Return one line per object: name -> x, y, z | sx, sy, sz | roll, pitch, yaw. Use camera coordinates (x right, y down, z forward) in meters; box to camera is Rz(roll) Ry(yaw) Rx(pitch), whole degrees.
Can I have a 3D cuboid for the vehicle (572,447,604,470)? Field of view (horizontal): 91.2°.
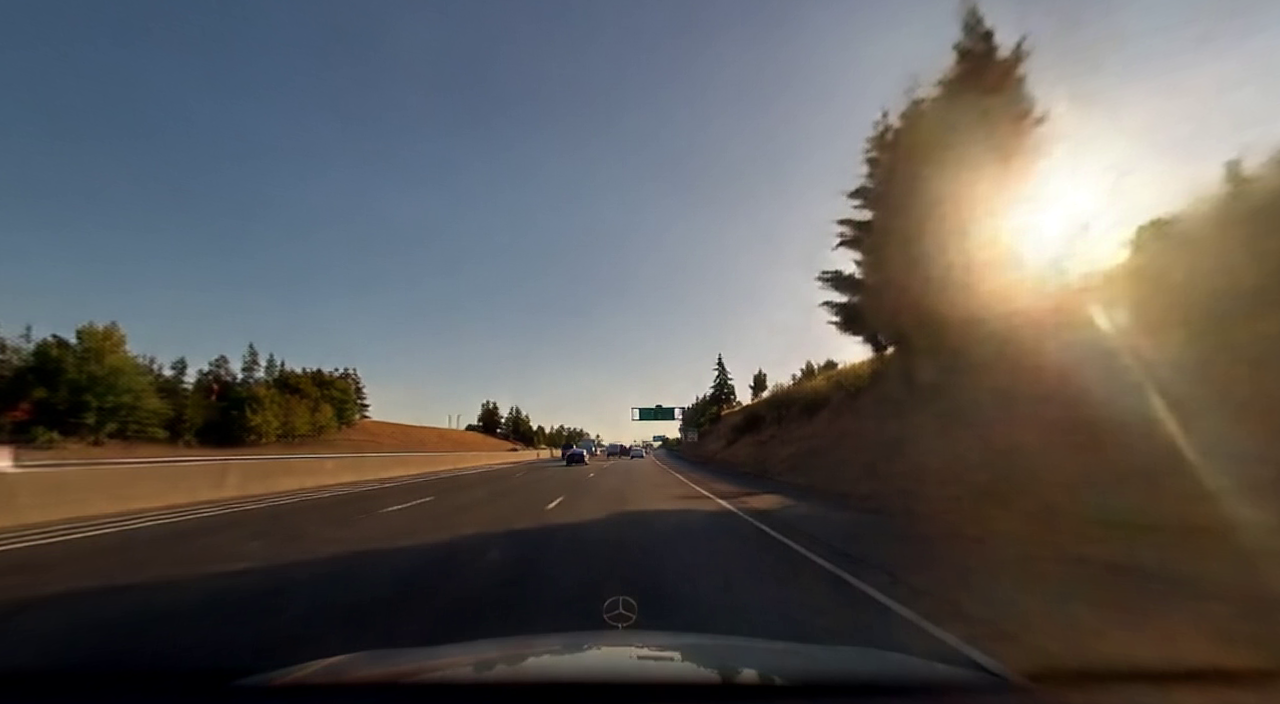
vehicle -> -3.479, 7.196, 42.619 | 1.895, 1.482, 3.852 | 0, -9, 0
